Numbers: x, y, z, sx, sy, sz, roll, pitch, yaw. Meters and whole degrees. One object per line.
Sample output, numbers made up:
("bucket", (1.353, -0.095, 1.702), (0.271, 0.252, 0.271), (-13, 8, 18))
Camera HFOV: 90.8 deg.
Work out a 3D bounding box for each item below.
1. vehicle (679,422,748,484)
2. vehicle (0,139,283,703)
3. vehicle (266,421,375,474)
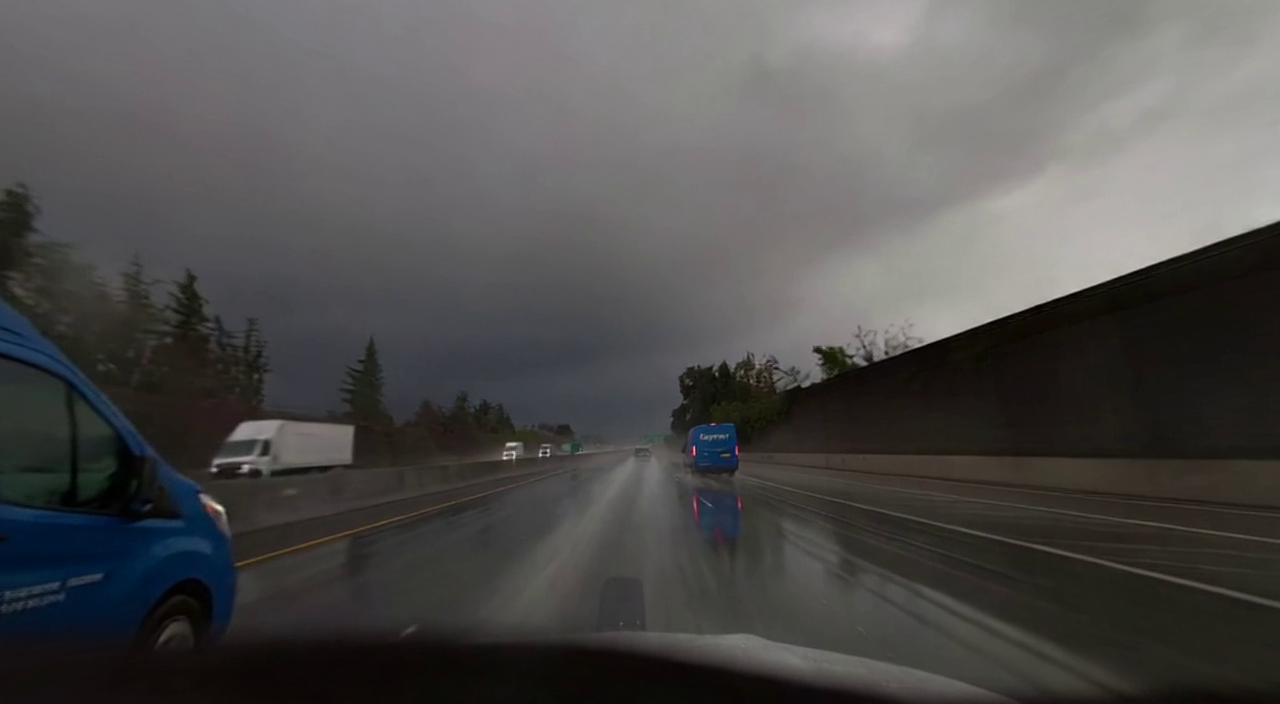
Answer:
("vehicle", (3.237, 4.643, 29.144), (2.373, 2.561, 5.922), (0, -9, -1))
("vehicle", (-3.692, 0.232, 1.032), (2.409, 2.523, 6.275), (0, -9, 1))
("vehicle", (-24.480, 7.476, 49.311), (2.867, 3.591, 10.876), (0, -9, 0))
